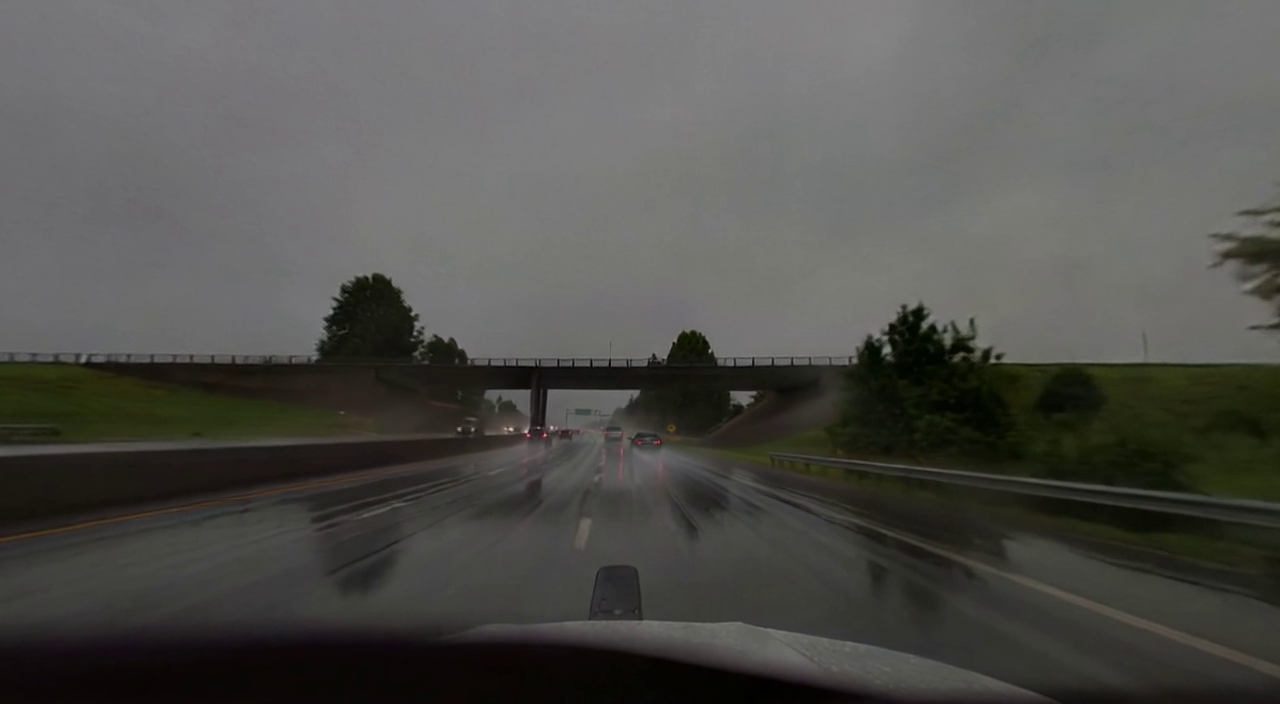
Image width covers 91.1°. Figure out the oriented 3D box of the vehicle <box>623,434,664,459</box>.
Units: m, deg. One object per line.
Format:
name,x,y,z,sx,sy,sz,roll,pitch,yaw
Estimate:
vehicle,0.112,5.225,34.933,1.999,1.329,3.913,1,-8,-4
